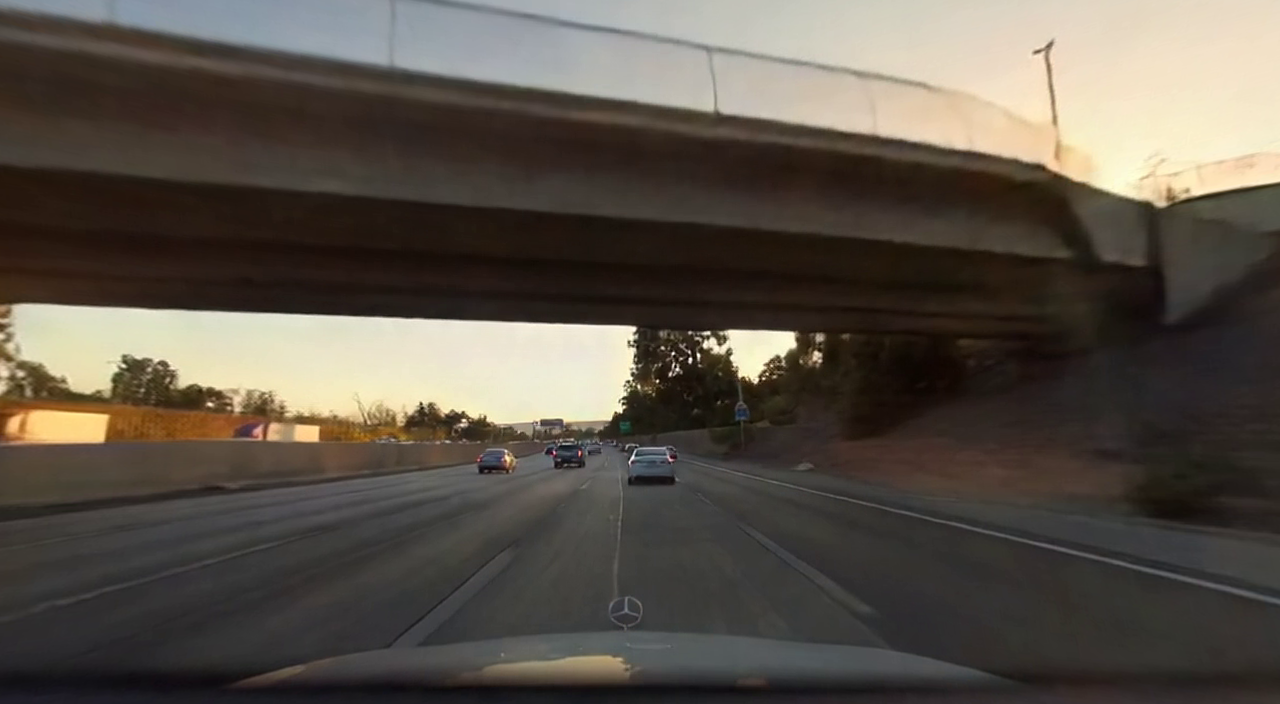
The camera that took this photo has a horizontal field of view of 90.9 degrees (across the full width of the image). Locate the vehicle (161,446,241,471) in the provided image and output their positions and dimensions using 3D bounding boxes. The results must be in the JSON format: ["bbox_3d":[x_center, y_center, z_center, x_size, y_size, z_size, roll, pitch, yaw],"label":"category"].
[{"bbox_3d":[-28.083,6.771,40.535,1.884,1.493,4.905,1,-8,-4],"label":"vehicle"}]

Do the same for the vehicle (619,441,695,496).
[{"bbox_3d":[0.413,3.529,19.525,2.082,1.482,4.126,0,-8,-2],"label":"vehicle"}]

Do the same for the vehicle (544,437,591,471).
[{"bbox_3d":[-4.085,5.855,36.376,2.289,1.777,4.534,0,-8,-2],"label":"vehicle"}]

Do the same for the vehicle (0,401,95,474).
[{"bbox_3d":[-35.599,4.989,36.736,2.937,3.891,5.144,1,-8,-3],"label":"vehicle"}]

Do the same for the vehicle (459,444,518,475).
[{"bbox_3d":[-7.714,5.501,32.618,1.974,1.464,4.733,0,-8,-1],"label":"vehicle"}]

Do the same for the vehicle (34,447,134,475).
[{"bbox_3d":[-31.510,6.164,35.915,1.776,1.441,4.483,1,-8,-3],"label":"vehicle"}]
